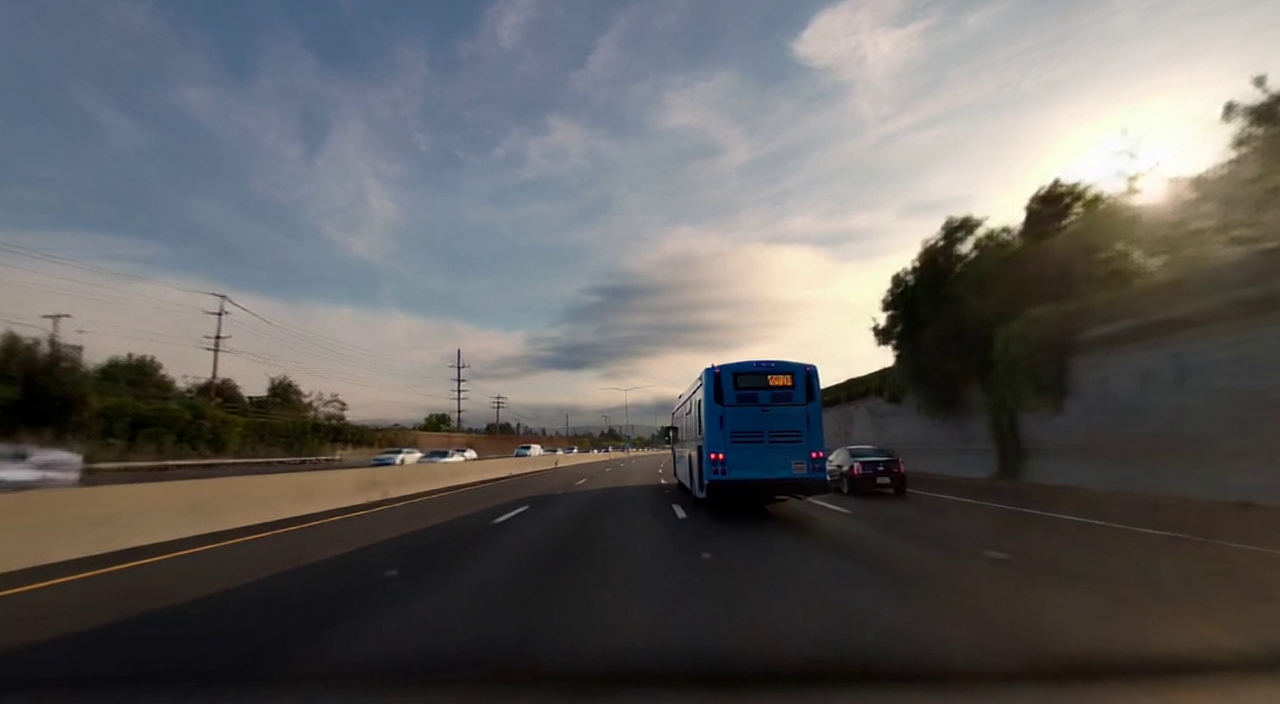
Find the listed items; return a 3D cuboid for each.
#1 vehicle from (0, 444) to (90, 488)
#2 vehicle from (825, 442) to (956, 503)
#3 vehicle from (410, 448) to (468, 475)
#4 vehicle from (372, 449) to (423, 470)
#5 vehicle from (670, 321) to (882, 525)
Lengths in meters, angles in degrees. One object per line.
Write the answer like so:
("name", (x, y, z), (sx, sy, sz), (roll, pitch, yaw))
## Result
("vehicle", (-26.090, 4.731, 26.435), (1.926, 1.706, 4.607), (0, -9, 1))
("vehicle", (7.096, 3.411, 18.501), (2.047, 1.479, 4.593), (-2, -8, 2))
("vehicle", (-11.551, 6.306, 36.611), (1.826, 1.446, 4.234), (0, -9, 2))
("vehicle", (-18.148, 8.044, 47.467), (1.900, 1.479, 4.436), (0, -9, 2))
("vehicle", (2.695, 2.293, 18.349), (3.144, 3.580, 14.591), (0, -9, 1))
